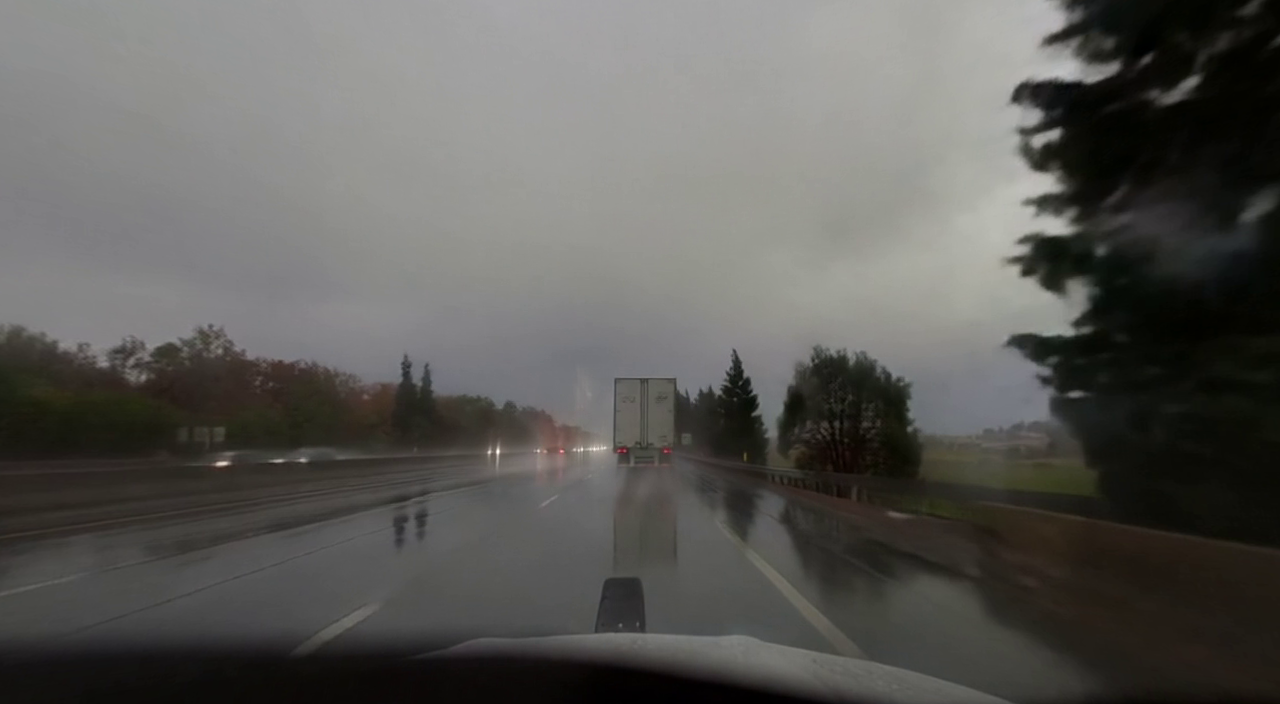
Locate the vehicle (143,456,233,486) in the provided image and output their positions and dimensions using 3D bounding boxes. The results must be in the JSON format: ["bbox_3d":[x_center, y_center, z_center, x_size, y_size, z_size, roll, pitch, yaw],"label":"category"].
[{"bbox_3d":[-26.002,6.826,36.435,1.868,1.561,4.500,0,-9,0],"label":"vehicle"}]

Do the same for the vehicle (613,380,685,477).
[{"bbox_3d":[0.285,4.091,32.483,3.052,4.132,11.336,0,-9,-1],"label":"vehicle"}]

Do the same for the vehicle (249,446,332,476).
[{"bbox_3d":[-21.716,6.785,39.451,2.091,1.723,5.323,0,-9,0],"label":"vehicle"}]
